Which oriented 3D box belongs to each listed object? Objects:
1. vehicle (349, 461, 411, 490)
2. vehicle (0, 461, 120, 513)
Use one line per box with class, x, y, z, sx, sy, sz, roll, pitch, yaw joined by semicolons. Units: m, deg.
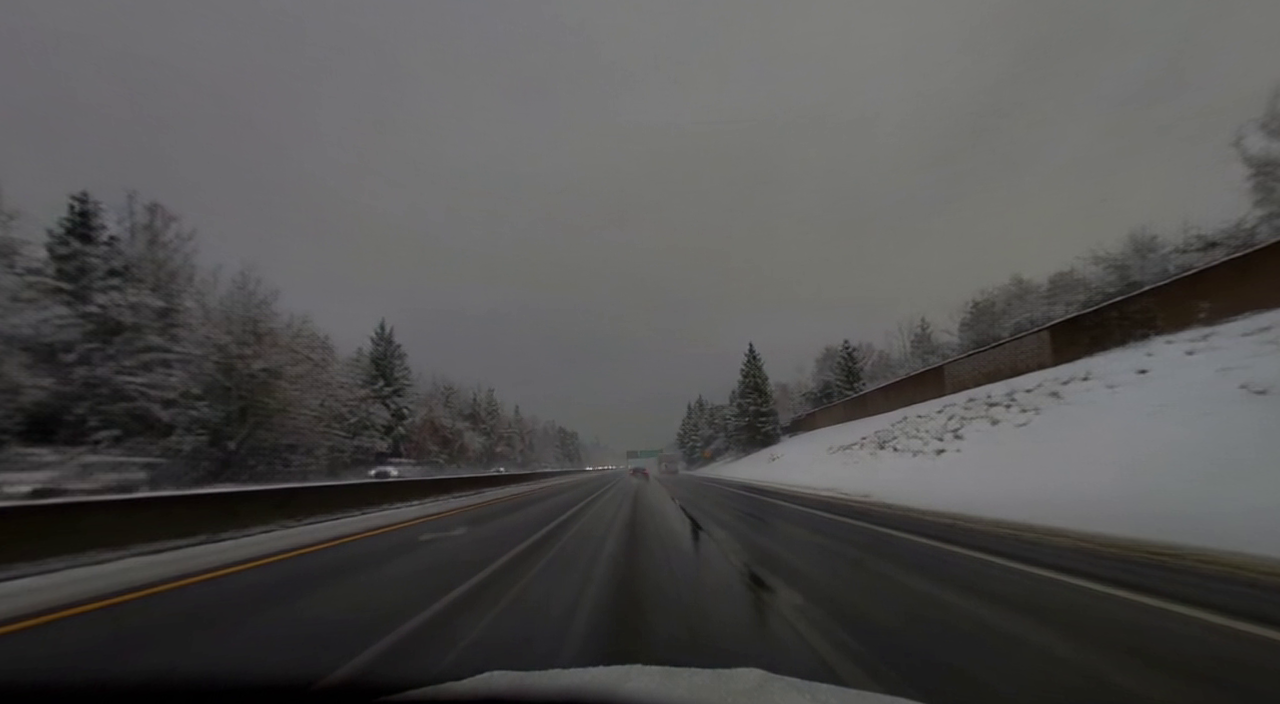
vehicle;-15.648;7.448;38.105;1.902;1.607;4.116;0;-10;1
vehicle;-19.072;4.211;20.011;1.716;1.454;3.893;0;-10;0
